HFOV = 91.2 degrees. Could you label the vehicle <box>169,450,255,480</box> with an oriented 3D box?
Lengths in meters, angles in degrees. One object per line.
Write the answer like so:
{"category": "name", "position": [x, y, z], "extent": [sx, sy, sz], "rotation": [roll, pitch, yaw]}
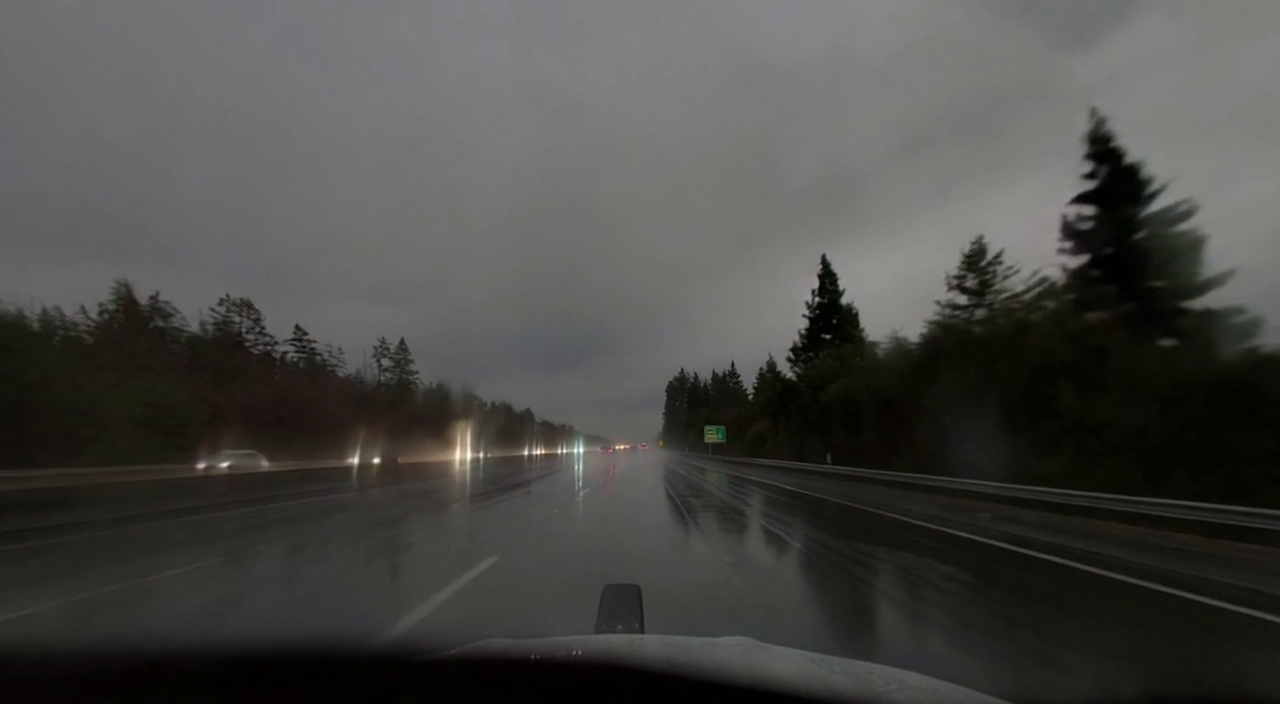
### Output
{"category": "vehicle", "position": [-22.763, 6.018, 33.498], "extent": [1.878, 1.477, 3.769], "rotation": [0, -9, 1]}

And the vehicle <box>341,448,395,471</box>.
{"category": "vehicle", "position": [-19.113, 7.570, 44.301], "extent": [1.888, 1.540, 4.204], "rotation": [0, -9, 1]}
